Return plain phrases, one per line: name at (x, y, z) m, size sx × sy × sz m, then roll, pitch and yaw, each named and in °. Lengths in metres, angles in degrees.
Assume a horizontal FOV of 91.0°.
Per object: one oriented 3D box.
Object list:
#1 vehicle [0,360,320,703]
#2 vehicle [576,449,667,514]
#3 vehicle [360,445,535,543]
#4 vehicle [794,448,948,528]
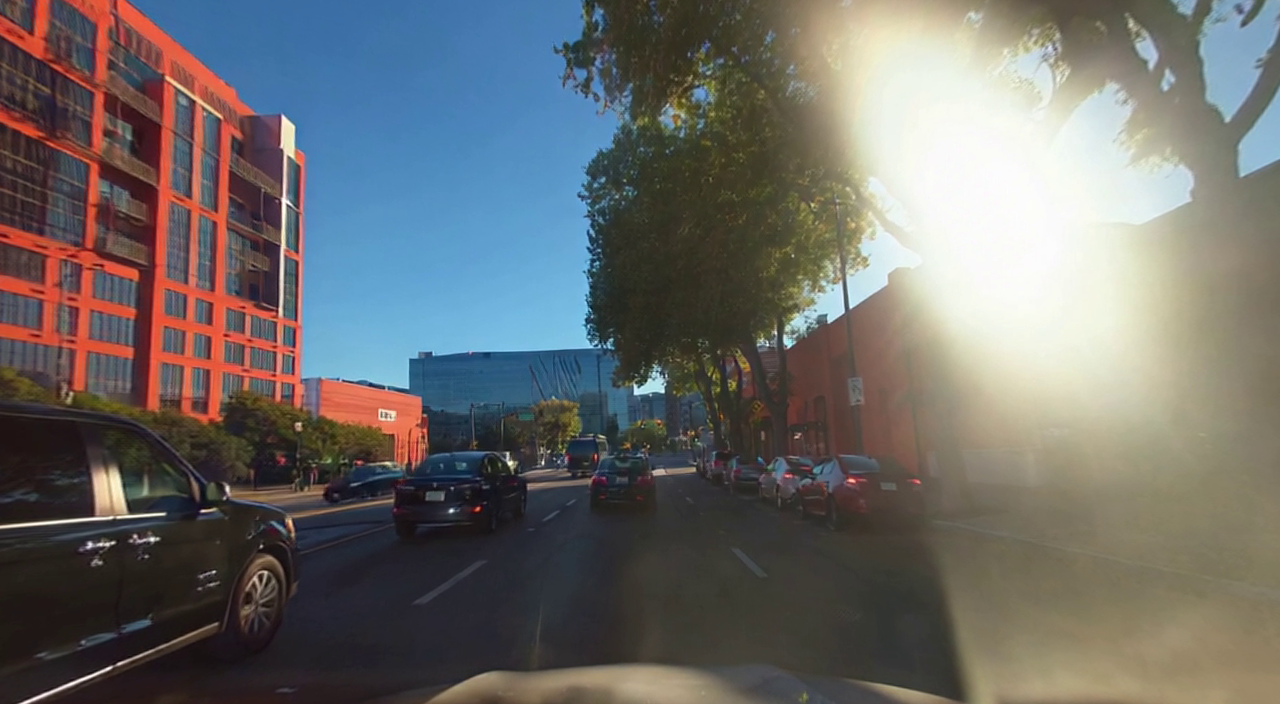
vehicle at (-3.723, 0.939, 2.718) m, size 2.140 × 1.768 × 4.685 m, roll 0°, pitch -9°, yaw 1°
vehicle at (-0.427, 3.416, 17.123) m, size 2.152 × 1.518 × 4.113 m, roll 0°, pitch -9°, yaw 0°
vehicle at (-3.511, 2.652, 12.513) m, size 1.995 × 1.554 × 4.426 m, roll 0°, pitch -9°, yaw 1°
vehicle at (4.909, 2.914, 14.081) m, size 1.832 × 1.491 × 4.054 m, roll 0°, pitch -9°, yaw -1°
